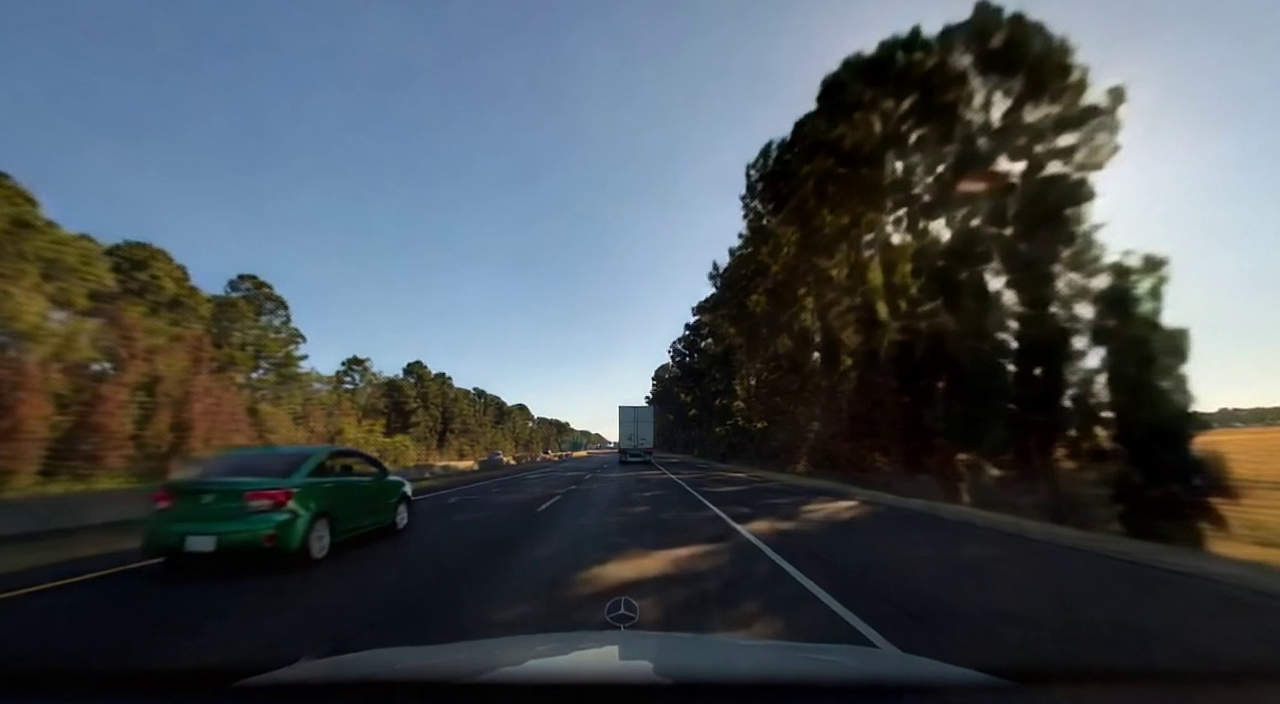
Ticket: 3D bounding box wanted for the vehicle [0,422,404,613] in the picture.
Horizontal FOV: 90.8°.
[{"bbox_3d":[-4.320,1.615,6.948,1.937,1.493,3.779,0,-9,0],"label":"vehicle"}]
